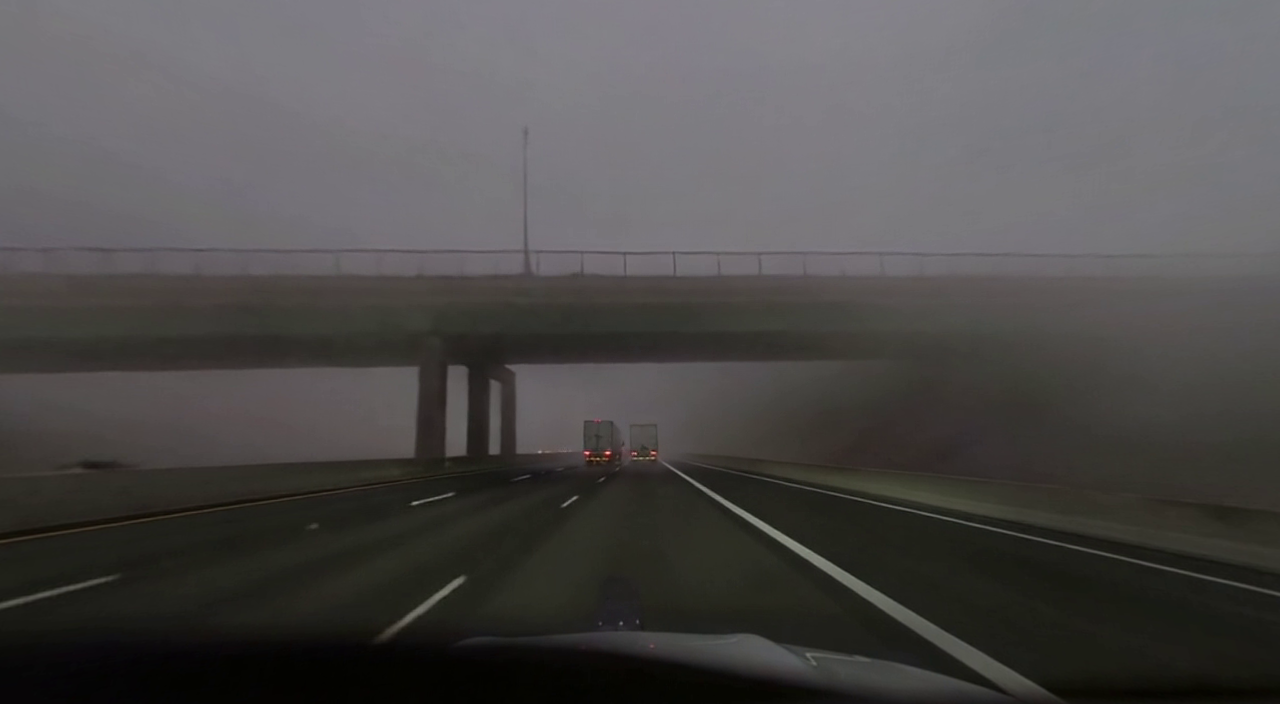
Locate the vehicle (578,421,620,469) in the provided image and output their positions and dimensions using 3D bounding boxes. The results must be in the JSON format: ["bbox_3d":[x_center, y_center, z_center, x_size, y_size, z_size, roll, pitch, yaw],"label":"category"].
[{"bbox_3d":[-2.950,7.044,47.470,2.696,3.266,7.062,0,-9,0],"label":"vehicle"}]
